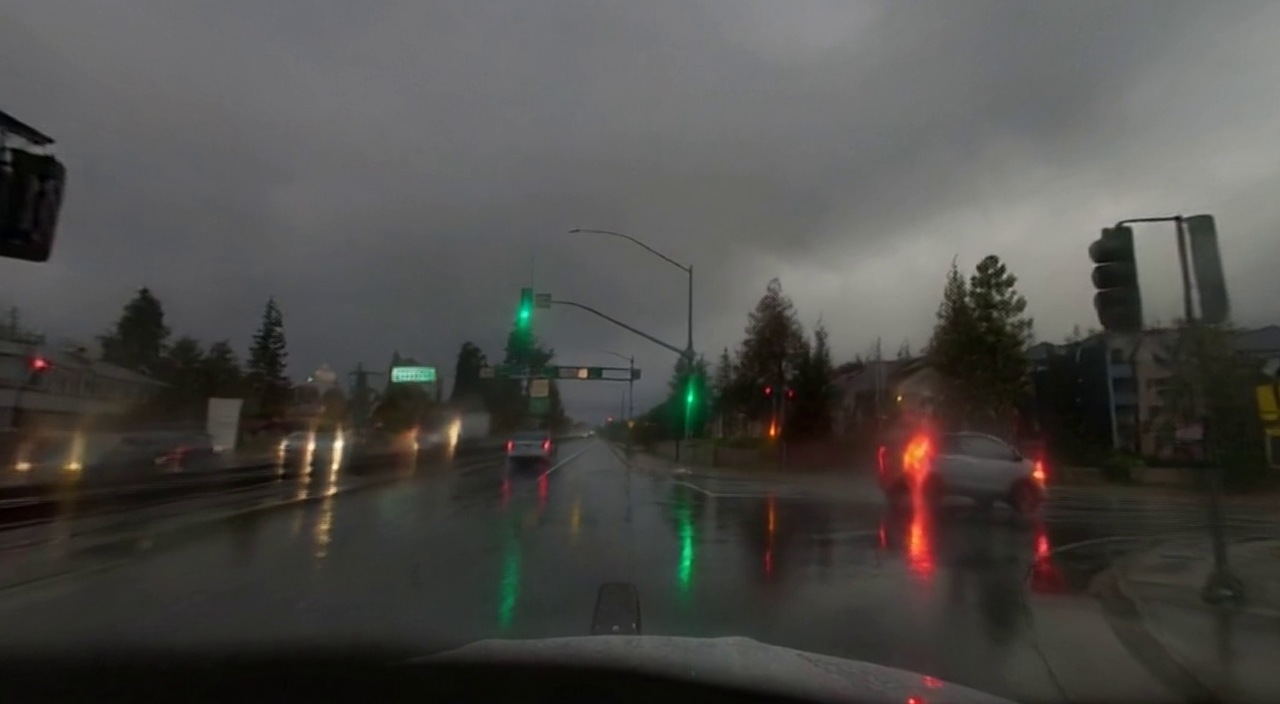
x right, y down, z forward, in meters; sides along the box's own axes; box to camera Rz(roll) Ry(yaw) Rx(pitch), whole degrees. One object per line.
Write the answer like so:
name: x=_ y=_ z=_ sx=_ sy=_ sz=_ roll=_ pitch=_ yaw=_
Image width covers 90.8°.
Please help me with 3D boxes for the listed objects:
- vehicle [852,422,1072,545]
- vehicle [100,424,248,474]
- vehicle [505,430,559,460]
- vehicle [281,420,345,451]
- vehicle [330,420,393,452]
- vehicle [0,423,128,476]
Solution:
vehicle: x=6.661 y=2.471 z=12.753 sx=2.404 sy=1.926 sz=5.251 roll=-7 pitch=-11 yaw=44
vehicle: x=-15.261 y=3.195 z=21.045 sx=1.864 sy=1.456 sz=4.409 roll=2 pitch=-8 yaw=-5
vehicle: x=-5.697 y=4.958 z=33.808 sx=2.004 sy=1.482 sz=4.799 roll=1 pitch=-8 yaw=0
vehicle: x=-21.635 y=5.583 z=42.000 sx=1.972 sy=1.898 sz=4.620 roll=1 pitch=-8 yaw=-4
vehicle: x=-17.265 y=5.259 z=39.460 sx=2.013 sy=1.787 sz=4.823 roll=1 pitch=-8 yaw=-4
vehicle: x=-19.013 y=3.044 z=20.058 sx=1.908 sy=1.482 sz=4.621 roll=2 pitch=-8 yaw=-6
